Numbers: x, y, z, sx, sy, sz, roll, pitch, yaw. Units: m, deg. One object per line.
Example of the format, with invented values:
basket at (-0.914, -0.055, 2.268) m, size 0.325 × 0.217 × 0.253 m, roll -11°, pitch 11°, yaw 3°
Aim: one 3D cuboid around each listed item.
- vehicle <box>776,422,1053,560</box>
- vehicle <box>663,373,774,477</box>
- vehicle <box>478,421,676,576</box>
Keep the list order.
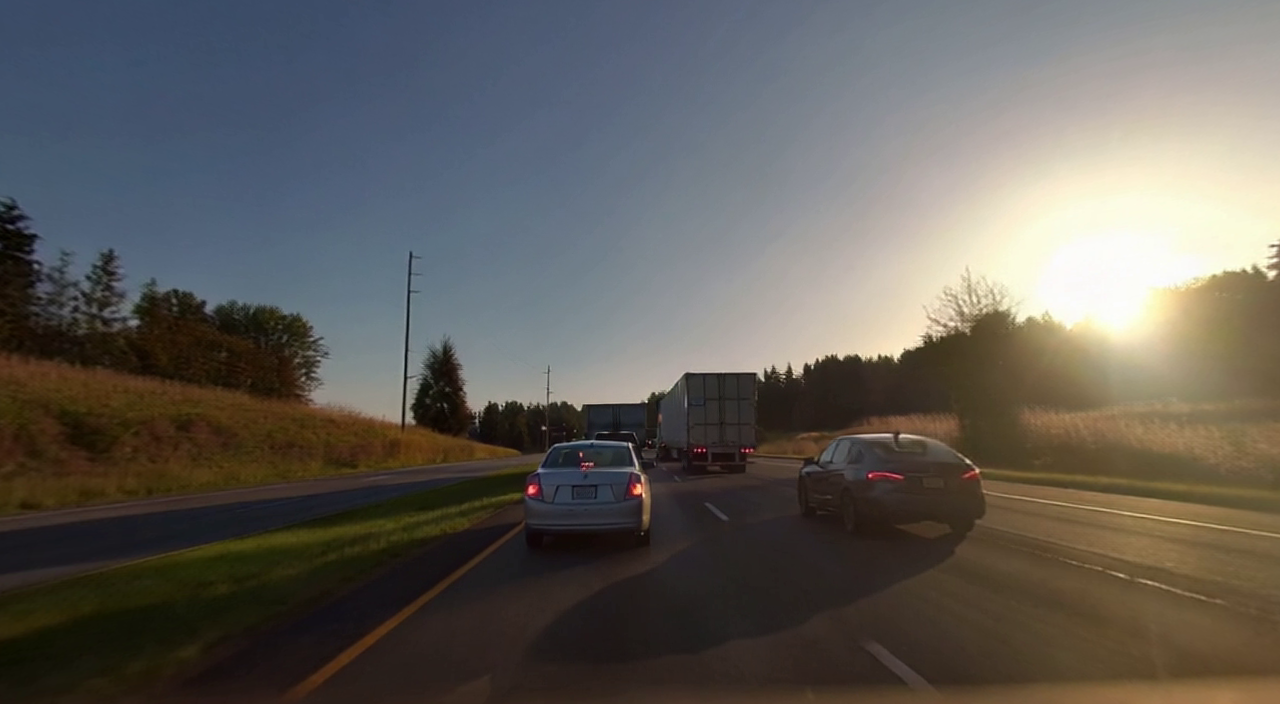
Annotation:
vehicle at (3.566, 1.885, 9.395) m, size 1.960 × 1.515 × 4.713 m, roll 0°, pitch -8°, yaw -1°
vehicle at (3.529, 4.162, 34.315) m, size 3.591 × 4.290 × 16.696 m, roll 0°, pitch -8°, yaw -1°
vehicle at (-0.703, 1.791, 8.505) m, size 2.009 × 1.554 × 4.013 m, roll 0°, pitch -8°, yaw -2°
